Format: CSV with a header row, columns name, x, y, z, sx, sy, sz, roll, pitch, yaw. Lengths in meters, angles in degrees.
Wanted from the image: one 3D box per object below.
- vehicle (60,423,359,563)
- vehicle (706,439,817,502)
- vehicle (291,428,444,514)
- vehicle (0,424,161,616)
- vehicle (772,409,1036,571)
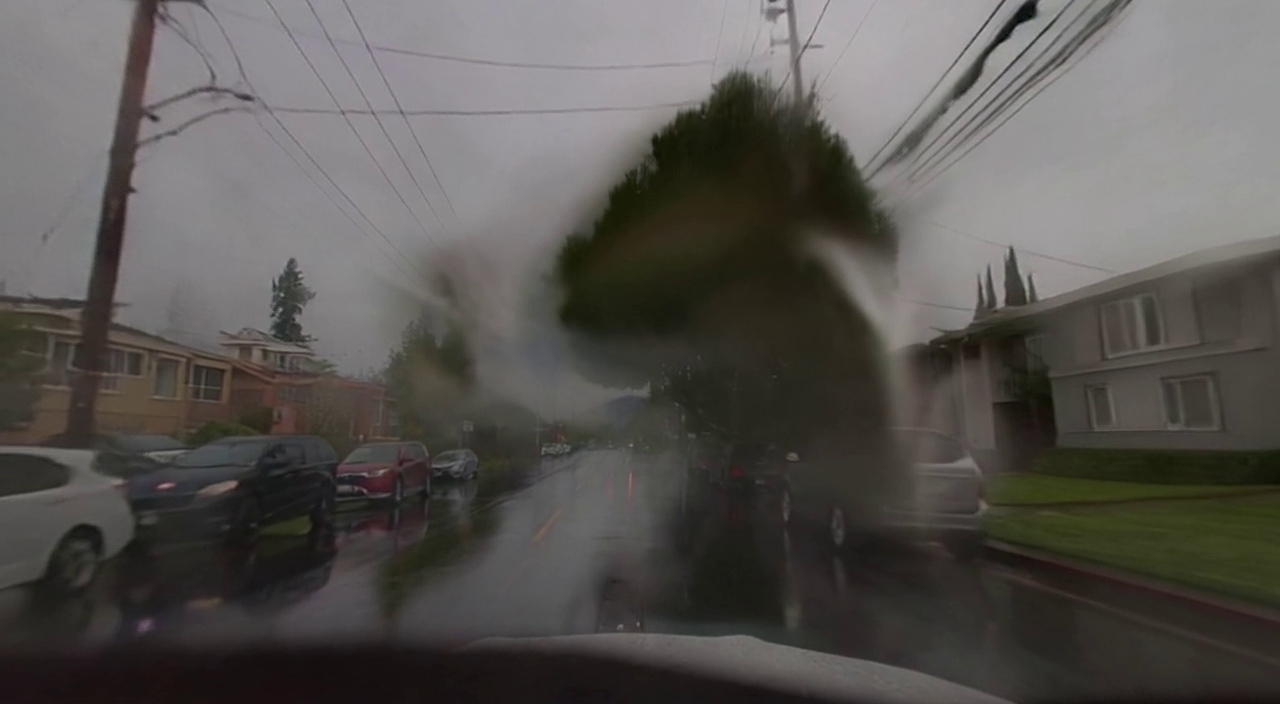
name,x,y,z,sx,sy,sz,roll,pitch,yaw
vehicle,-6.504,2.111,10.354,1.988,1.734,4.400,-1,-8,-4
vehicle,3.264,3.289,18.021,1.895,1.537,4.844,1,-9,-4
vehicle,-6.712,2.927,16.232,1.992,1.853,4.561,0,-8,-2
vehicle,-6.204,1.378,4.835,1.863,1.561,4.380,-2,-8,-3
vehicle,3.337,1.827,9.063,1.936,1.756,4.127,0,-9,-1
